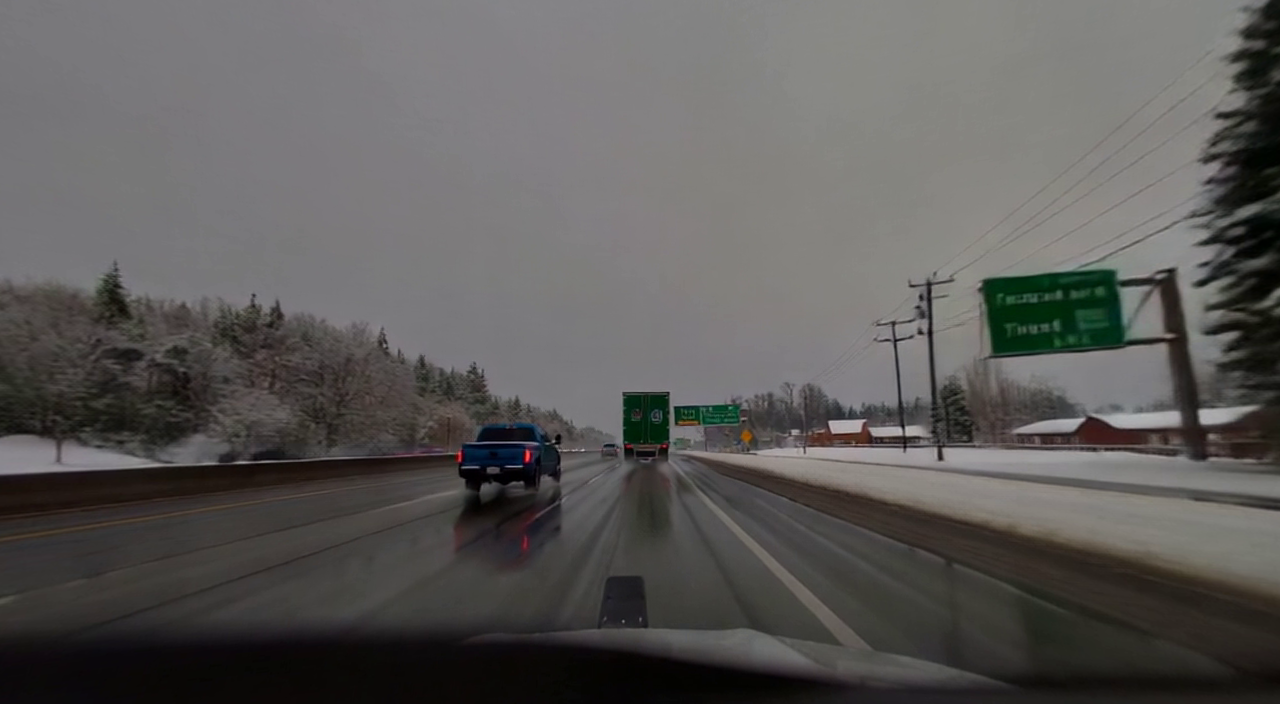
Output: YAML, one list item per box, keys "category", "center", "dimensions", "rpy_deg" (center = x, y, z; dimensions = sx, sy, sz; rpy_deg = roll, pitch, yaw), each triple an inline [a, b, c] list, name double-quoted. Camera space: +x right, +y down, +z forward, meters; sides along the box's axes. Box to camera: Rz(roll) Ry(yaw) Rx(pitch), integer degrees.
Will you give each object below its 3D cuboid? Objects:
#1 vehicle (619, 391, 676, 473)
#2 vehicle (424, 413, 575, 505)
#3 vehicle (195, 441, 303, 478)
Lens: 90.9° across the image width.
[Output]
- category: "vehicle"
  center: [0.473, 4.961, 38.320]
  dimensions: [2.879, 4.085, 13.125]
  rpy_deg: [0, -8, 1]
- category: "vehicle"
  center: [-3.673, 3.008, 18.235]
  dimensions: [2.749, 2.141, 6.515]
  rpy_deg: [0, -8, 1]
- category: "vehicle"
  center: [-18.074, 4.956, 29.480]
  dimensions: [1.957, 1.561, 4.797]
  rpy_deg: [0, -8, 1]
